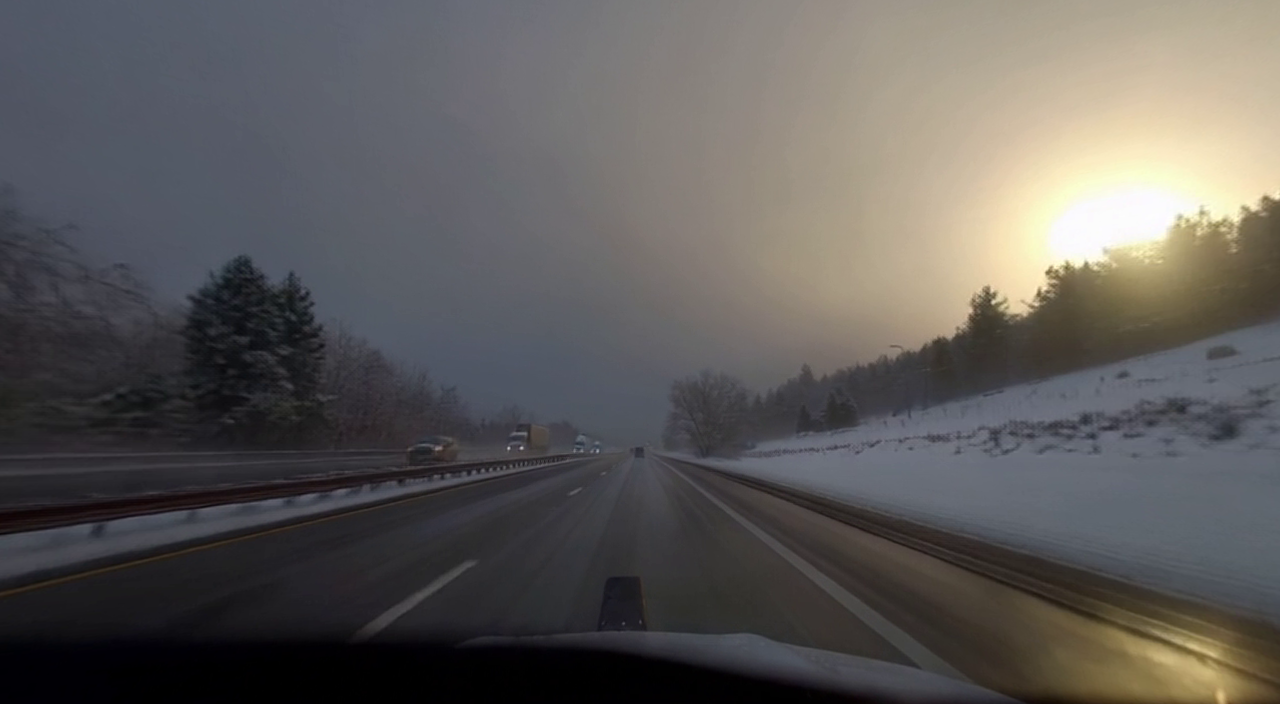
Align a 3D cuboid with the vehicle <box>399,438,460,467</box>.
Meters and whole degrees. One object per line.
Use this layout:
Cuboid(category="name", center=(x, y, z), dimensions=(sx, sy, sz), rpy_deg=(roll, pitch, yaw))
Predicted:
Cuboid(category="vehicle", center=(-11.520, 5.556, 34.736), dimensions=(1.928, 1.486, 4.088), rpy_deg=(0, -9, 0))
